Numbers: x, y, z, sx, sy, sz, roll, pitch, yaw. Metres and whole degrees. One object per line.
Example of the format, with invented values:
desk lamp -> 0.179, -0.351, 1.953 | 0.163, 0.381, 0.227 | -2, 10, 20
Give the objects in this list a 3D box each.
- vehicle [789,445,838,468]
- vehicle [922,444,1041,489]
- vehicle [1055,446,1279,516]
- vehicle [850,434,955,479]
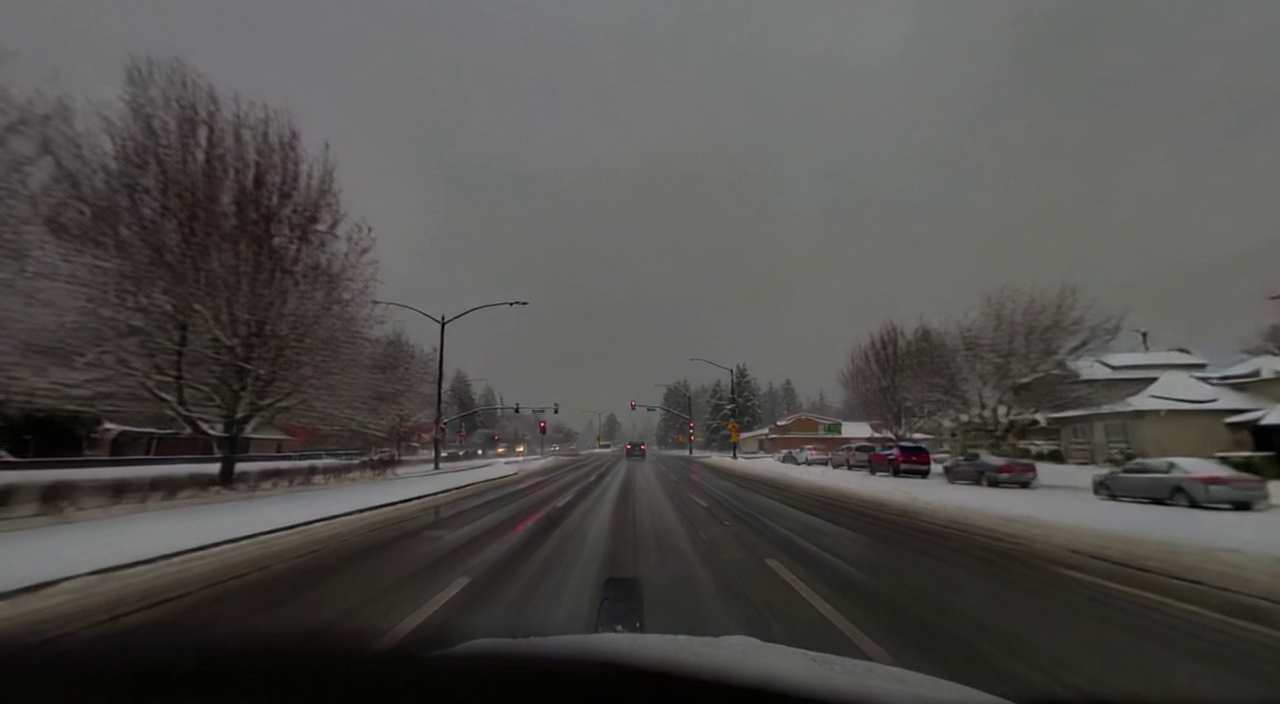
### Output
vehicle -> 12.296, 7.409, 45.008 | 2.128, 1.467, 4.987 | 0, -9, 1
vehicle -> 12.381, 4.204, 23.320 | 1.836, 1.448, 4.624 | -1, -9, 1
vehicle -> 12.745, 3.051, 15.578 | 1.916, 1.452, 4.651 | 0, -9, 1
vehicle -> 12.557, 5.115, 30.835 | 2.386, 1.919, 6.109 | -1, -10, -1
